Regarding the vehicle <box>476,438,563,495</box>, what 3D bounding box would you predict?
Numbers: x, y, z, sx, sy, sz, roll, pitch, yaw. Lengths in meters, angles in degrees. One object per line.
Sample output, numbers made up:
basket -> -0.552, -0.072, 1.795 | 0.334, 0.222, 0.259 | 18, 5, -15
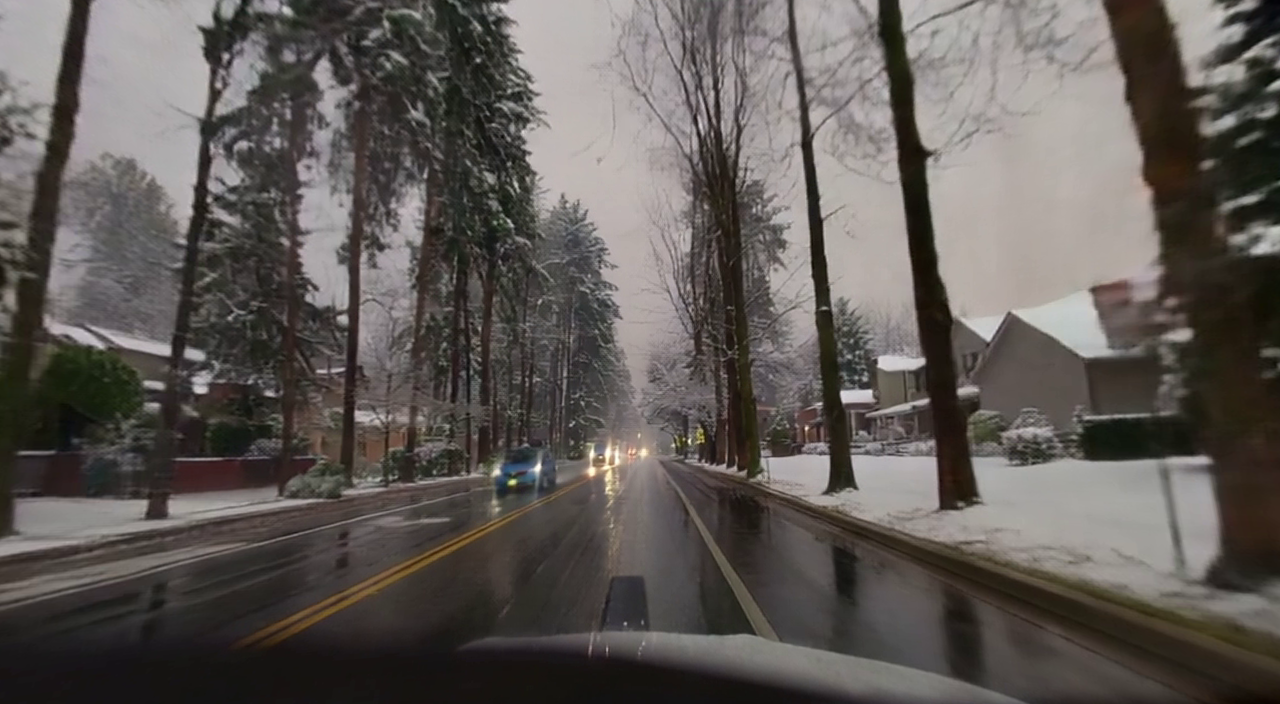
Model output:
vehicle -> -4.066, 3.934, 22.140 | 2.041, 1.780, 4.618 | 0, -8, 1
